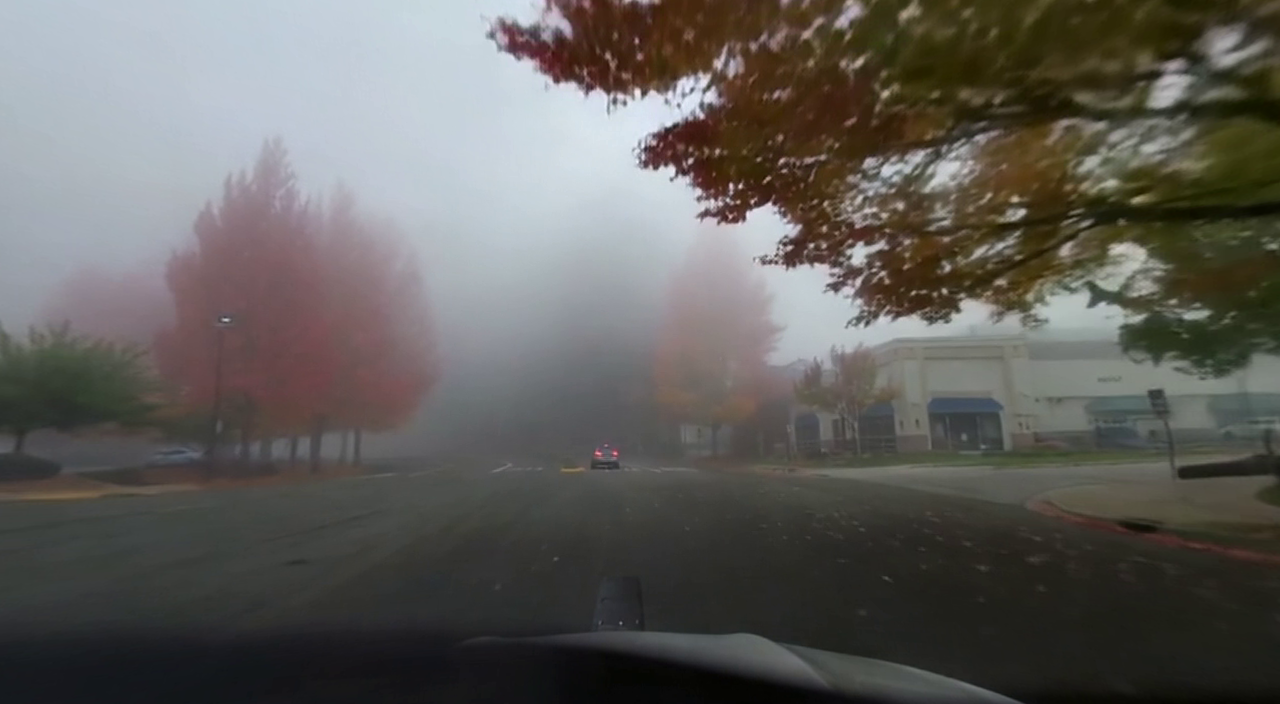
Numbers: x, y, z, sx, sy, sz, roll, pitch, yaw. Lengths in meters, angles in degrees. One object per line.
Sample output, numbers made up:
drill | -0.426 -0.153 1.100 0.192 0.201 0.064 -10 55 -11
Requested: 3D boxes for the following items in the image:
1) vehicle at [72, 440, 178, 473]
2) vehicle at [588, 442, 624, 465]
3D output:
vehicle | -35.681 7.303 43.791 5.135 1.689 2.269 -3 -11 -15
vehicle | -2.403 7.057 44.138 2.018 1.512 4.304 1 -8 -10
